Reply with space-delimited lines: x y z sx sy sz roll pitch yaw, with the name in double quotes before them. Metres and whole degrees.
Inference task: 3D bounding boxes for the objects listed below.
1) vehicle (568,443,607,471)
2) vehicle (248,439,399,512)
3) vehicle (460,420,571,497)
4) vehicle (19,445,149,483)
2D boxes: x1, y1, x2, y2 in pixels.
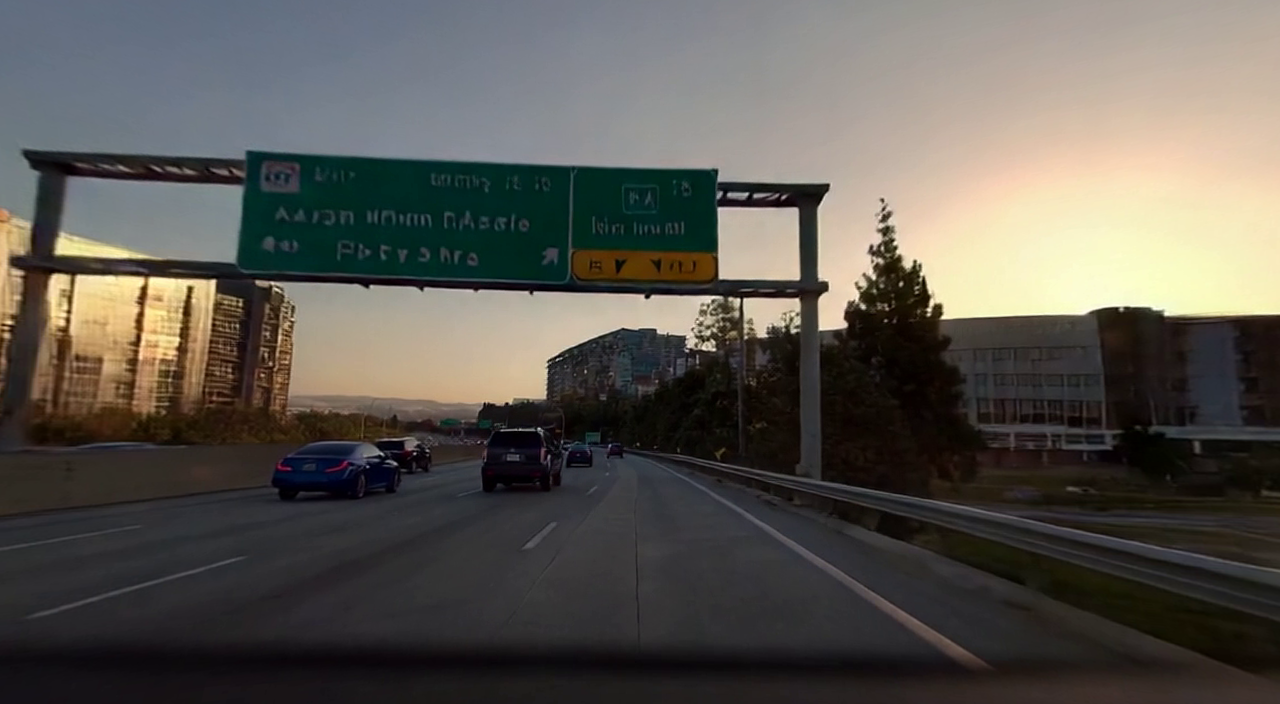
"vehicle" -3.078 6.234 37.683 1.955 1.614 3.817 0 -8 0
"vehicle" -7.283 2.833 14.928 1.796 1.509 3.393 0 -8 0
"vehicle" -3.553 3.169 19.172 2.301 1.985 5.247 0 -8 0
"vehicle" -24.023 4.809 27.498 1.821 1.485 4.323 0 -8 -2
